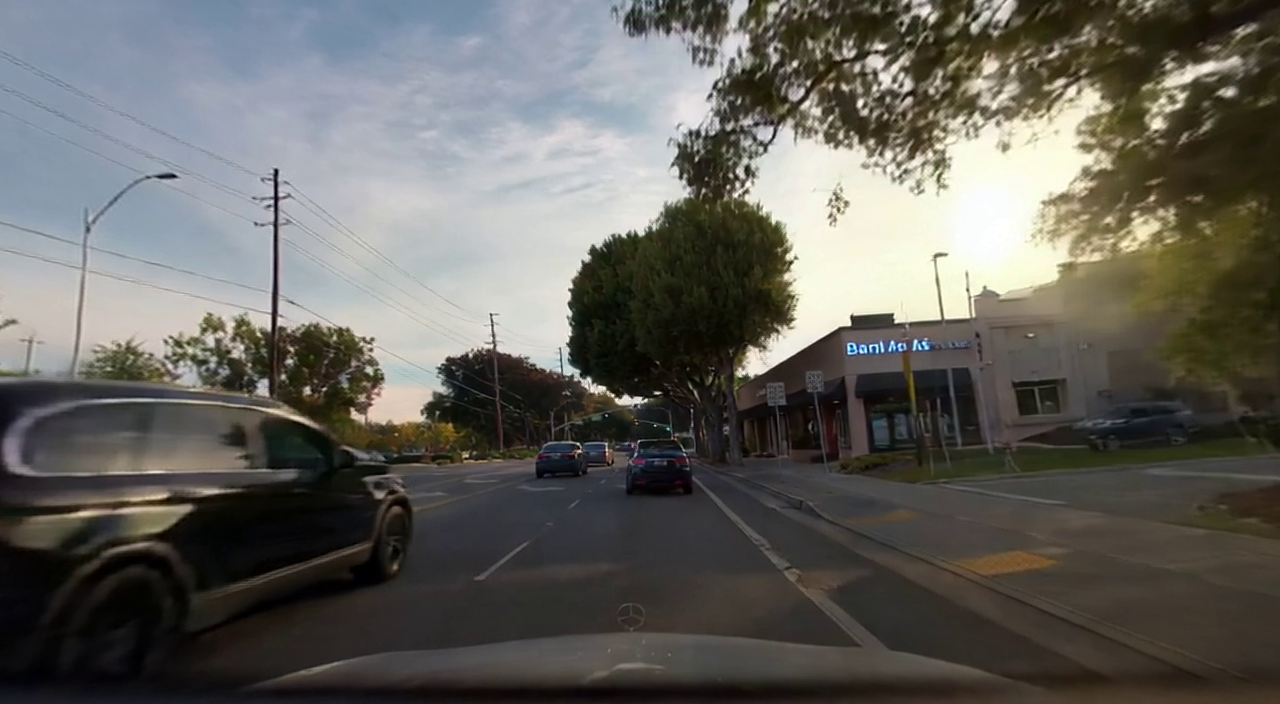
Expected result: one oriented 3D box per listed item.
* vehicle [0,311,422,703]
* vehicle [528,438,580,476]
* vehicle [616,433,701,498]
[{"bbox_3d":[-3.494,1.024,4.214,2.064,1.859,5.154,0,-8,2],"label":"vehicle"},{"bbox_3d":[-4.086,5.029,30.568,1.862,1.694,4.315,0,-8,0],"label":"vehicle"},{"bbox_3d":[0.428,3.145,17.920,2.108,1.612,4.246,0,-8,-1],"label":"vehicle"}]
